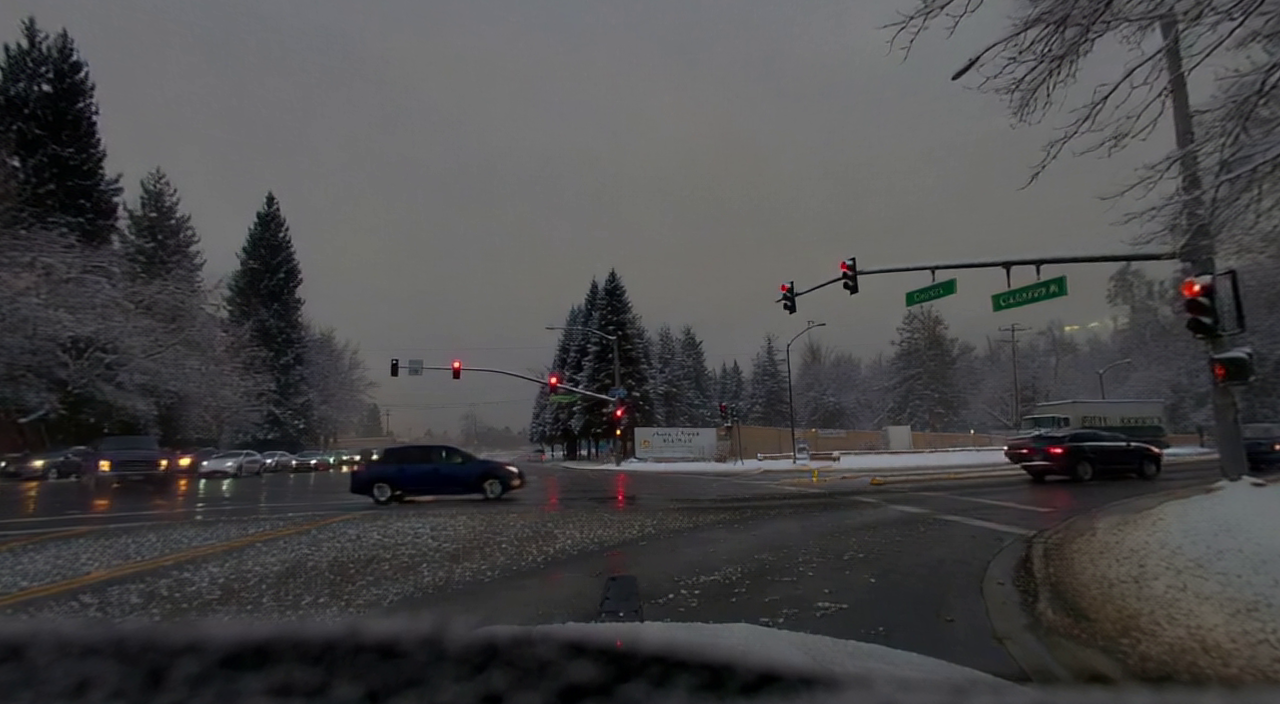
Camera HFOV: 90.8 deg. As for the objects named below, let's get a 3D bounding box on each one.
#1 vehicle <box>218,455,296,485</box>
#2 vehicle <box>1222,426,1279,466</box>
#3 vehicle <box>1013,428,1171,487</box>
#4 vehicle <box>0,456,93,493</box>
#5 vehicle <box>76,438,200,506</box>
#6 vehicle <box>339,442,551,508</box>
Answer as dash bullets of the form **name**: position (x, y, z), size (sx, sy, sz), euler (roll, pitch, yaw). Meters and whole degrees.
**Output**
- **vehicle**: position (-20.724, 6.378, 34.425), size (1.999, 1.468, 4.702), euler (1, -9, -10)
- **vehicle**: position (29.933, 4.459, 30.039), size (4.619, 1.759, 2.101), euler (5, -10, -34)
- **vehicle**: position (13.767, 3.177, 19.234), size (4.281, 1.621, 1.903), euler (4, -9, -25)
- **vehicle**: position (-31.196, 6.263, 32.629), size (2.142, 1.723, 4.692), euler (1, -9, -9)
- **vehicle**: position (-16.771, 3.954, 21.504), size (2.358, 1.937, 5.896), euler (5, -10, -30)
- **vehicle**: position (-4.813, 3.023, 15.814), size (4.728, 1.471, 1.957), euler (-3, -9, 15)
